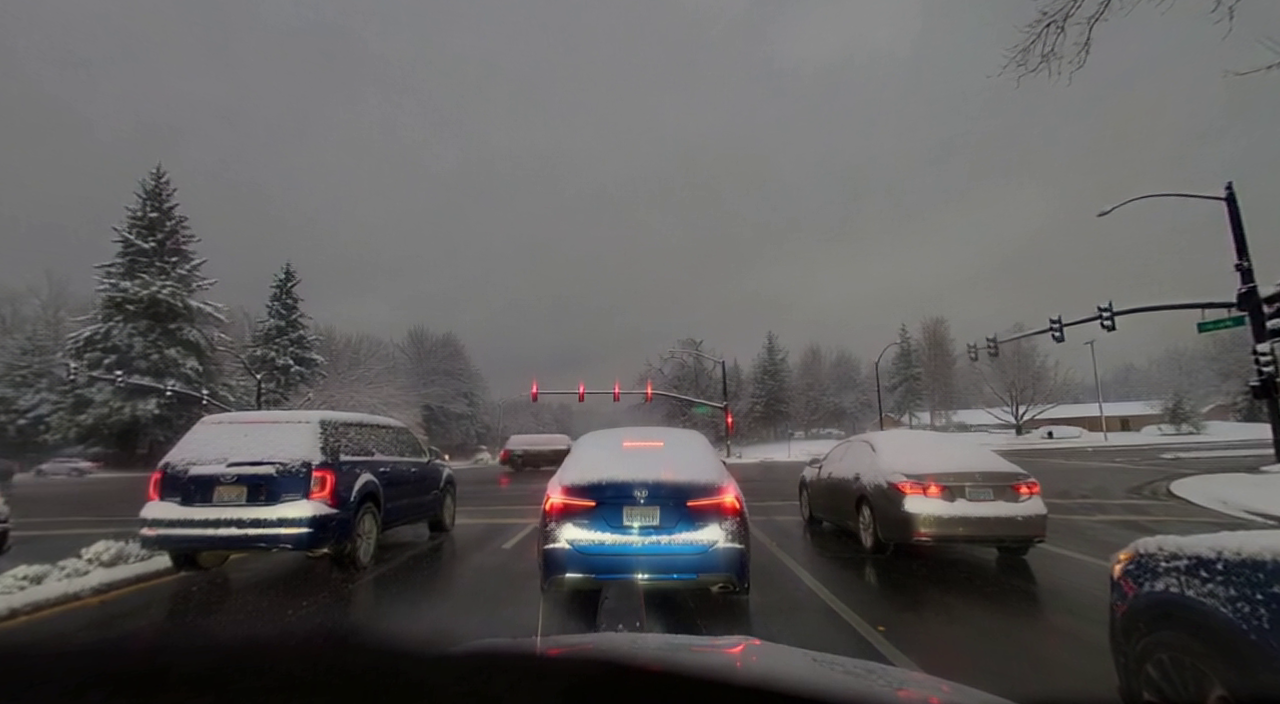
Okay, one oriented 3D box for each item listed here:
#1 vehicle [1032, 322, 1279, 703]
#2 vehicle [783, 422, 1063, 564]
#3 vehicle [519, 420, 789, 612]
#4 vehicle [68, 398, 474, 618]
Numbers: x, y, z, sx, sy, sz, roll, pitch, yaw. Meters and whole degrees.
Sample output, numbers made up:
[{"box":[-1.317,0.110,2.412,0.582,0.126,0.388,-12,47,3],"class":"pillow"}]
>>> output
[{"box":[3.227,0.612,1.175,2.178,1.691,4.314,0,-9,0],"class":"vehicle"},{"box":[3.531,1.839,8.990,1.874,1.487,4.404,0,-9,-1],"class":"vehicle"},{"box":[0.055,1.591,7.043,2.114,1.482,4.056,0,-9,-2],"class":"vehicle"},{"box":[-3.420,1.527,7.078,1.958,1.693,4.242,0,-9,0],"class":"vehicle"}]
